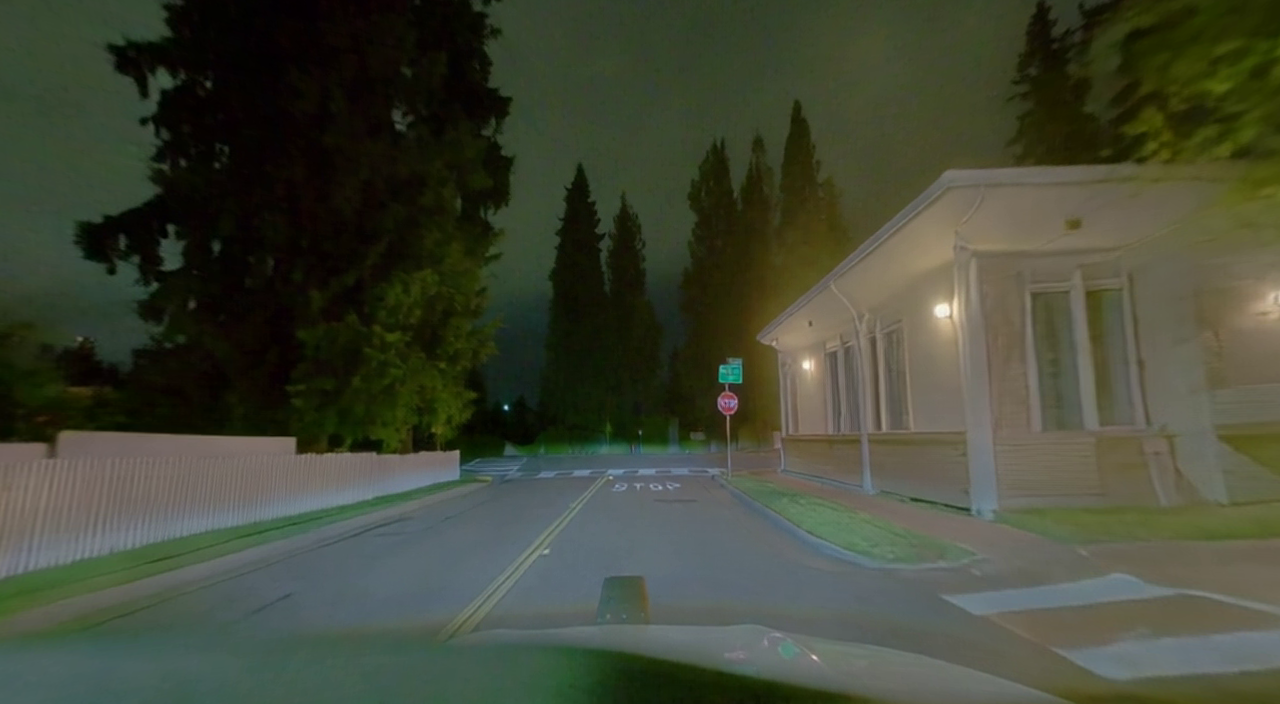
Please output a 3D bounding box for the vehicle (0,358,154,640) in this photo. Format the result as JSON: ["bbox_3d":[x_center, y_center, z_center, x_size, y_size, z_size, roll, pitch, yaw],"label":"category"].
[{"bbox_3d":[-5.602,0.795,2.488,2.308,1.899,6.107,-1,-7,3],"label":"vehicle"}]
